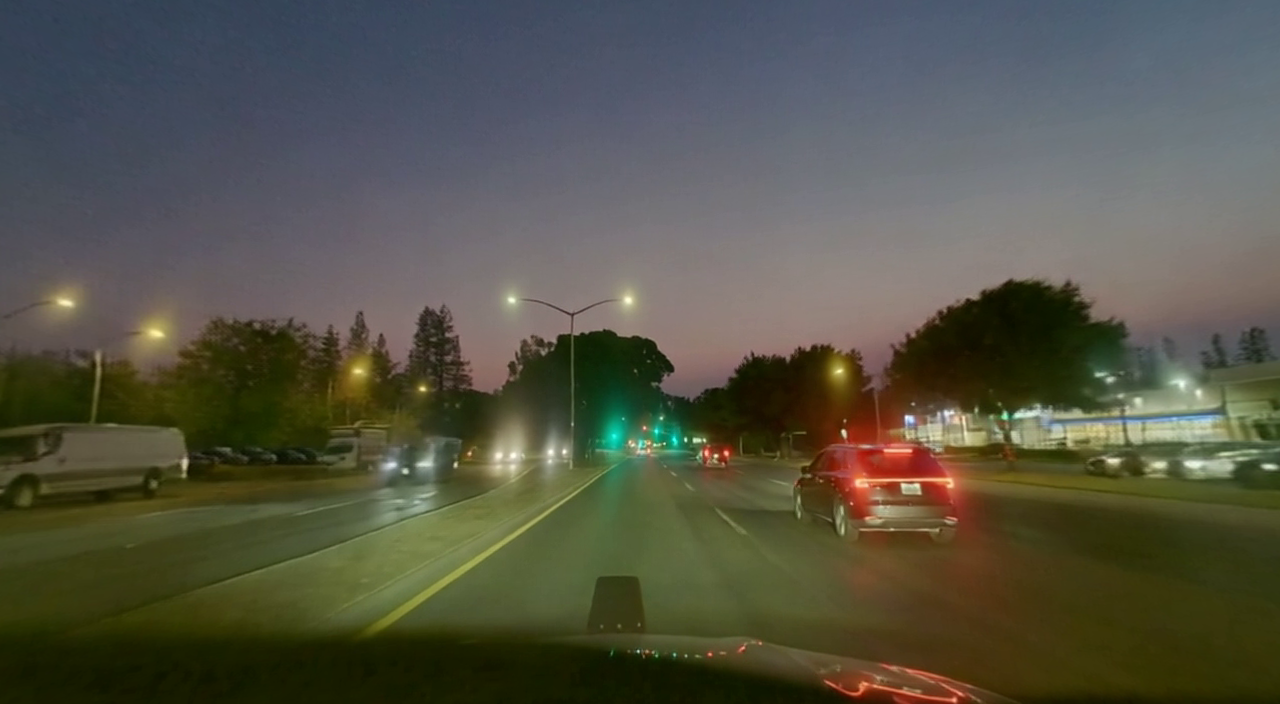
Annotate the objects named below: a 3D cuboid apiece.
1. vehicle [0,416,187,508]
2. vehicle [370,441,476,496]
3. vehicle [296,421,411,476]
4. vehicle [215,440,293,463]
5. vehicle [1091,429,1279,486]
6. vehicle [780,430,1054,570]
[{"bbox_3d":[-19.281,3.673,21.587,2.242,2.633,6.792,0,-9,0],"label":"vehicle"},{"bbox_3d":[-6.509,3.527,19.429,1.923,1.471,4.646,1,-9,-4],"label":"vehicle"},{"bbox_3d":[-18.151,6.272,40.748,3.043,2.916,9.736,-4,-9,-1],"label":"vehicle"},{"bbox_3d":[-28.949,7.491,47.195,4.429,1.641,2.109,0,-8,-1],"label":"vehicle"},{"bbox_3d":[17.297,3.292,19.756,4.708,1.665,1.920,0,-9,-3],"label":"vehicle"},{"bbox_3d":[3.512,1.944,9.074,1.935,1.501,4.384,0,-9,0],"label":"vehicle"}]
